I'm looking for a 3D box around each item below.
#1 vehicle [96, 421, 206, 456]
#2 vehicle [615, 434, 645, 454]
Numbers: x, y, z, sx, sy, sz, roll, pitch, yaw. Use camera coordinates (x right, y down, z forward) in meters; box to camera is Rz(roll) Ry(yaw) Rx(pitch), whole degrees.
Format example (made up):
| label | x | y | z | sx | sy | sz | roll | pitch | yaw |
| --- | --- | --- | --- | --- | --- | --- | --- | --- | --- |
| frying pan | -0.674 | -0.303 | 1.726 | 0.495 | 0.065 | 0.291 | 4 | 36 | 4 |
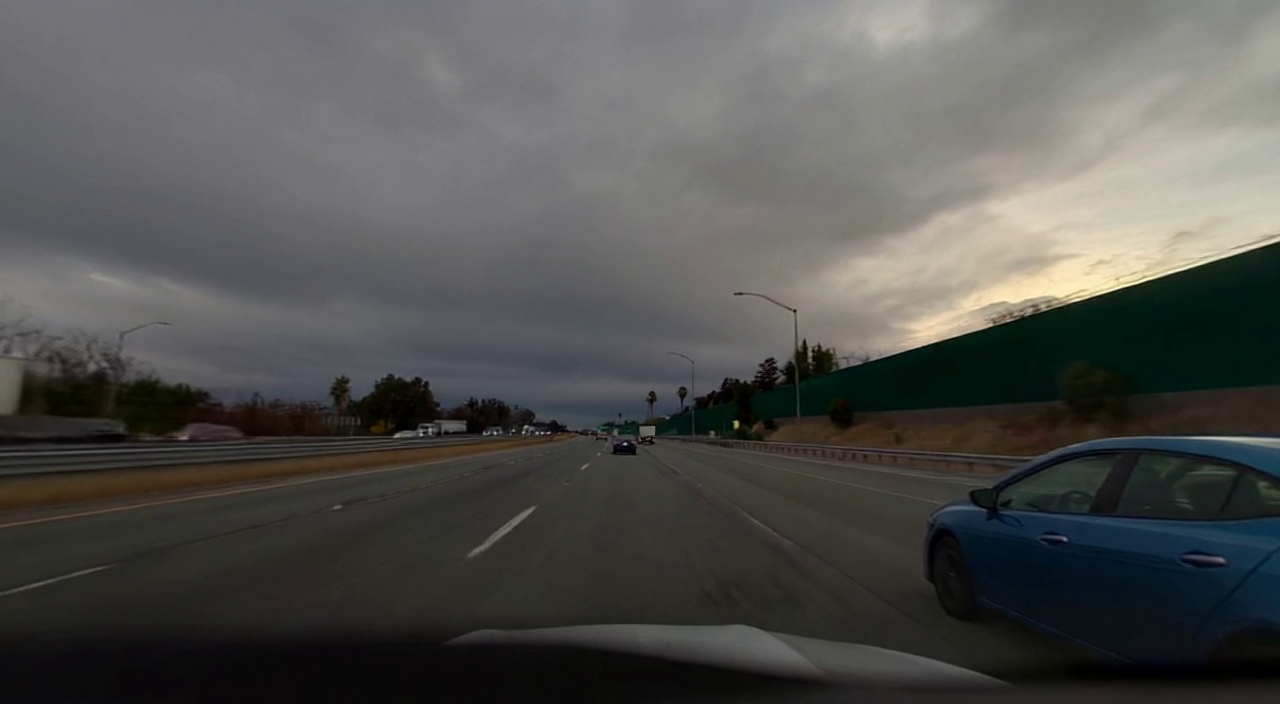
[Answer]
| label | x | y | z | sx | sy | sz | roll | pitch | yaw |
| --- | --- | --- | --- | --- | --- | --- | --- | --- | --- |
| vehicle | -22.599 | 4.026 | 29.279 | 1.798 | 1.495 | 4.230 | 0 | -8 | -1 |
| vehicle | -0.763 | 6.816 | 46.733 | 2.121 | 1.445 | 4.187 | 0 | -8 | -2 |
